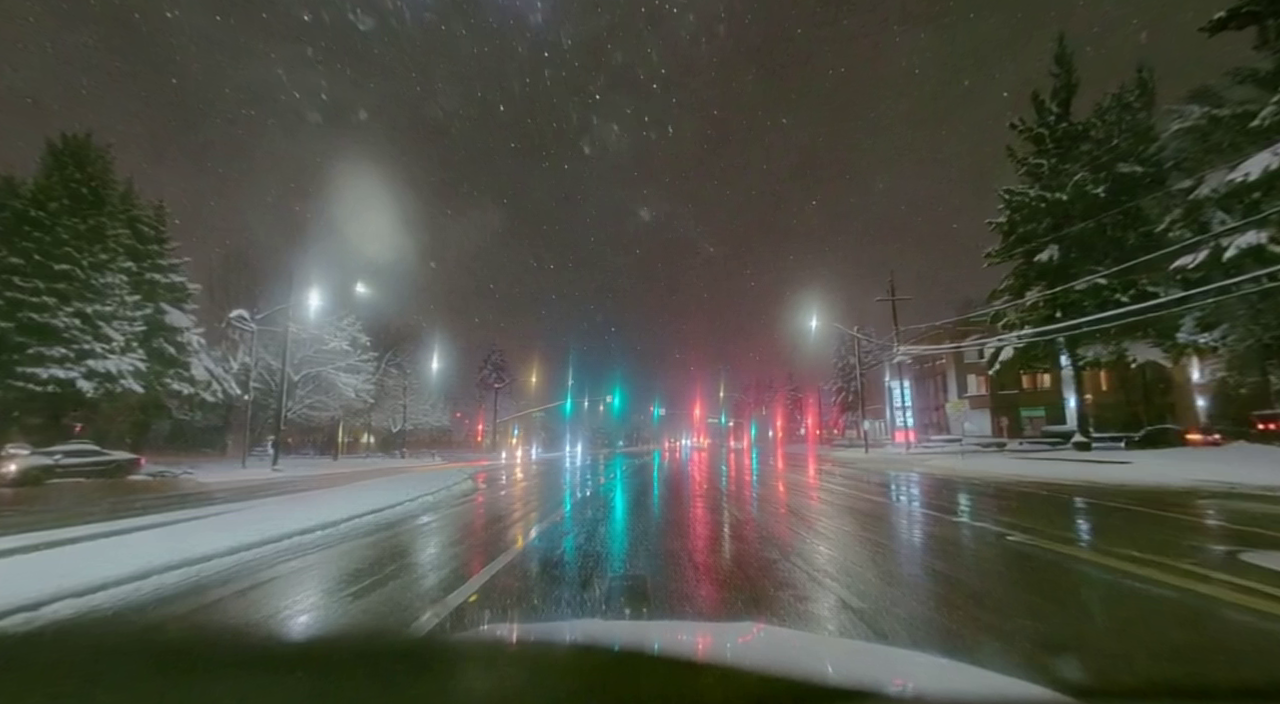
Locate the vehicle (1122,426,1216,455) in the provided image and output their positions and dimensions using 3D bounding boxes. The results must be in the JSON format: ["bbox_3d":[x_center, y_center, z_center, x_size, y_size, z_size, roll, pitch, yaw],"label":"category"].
[{"bbox_3d":[28.069,4.706,33.601,1.864,1.431,3.703,-1,-8,4],"label":"vehicle"}]

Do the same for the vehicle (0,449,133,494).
[{"bbox_3d":[-25.576,5.185,27.860,1.962,1.776,4.701,-1,-8,8],"label":"vehicle"}]

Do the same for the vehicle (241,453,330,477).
[{"bbox_3d":[-23.038,7.326,41.071,4.606,1.458,1.837,1,-8,-5],"label":"vehicle"}]

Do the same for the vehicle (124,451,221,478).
[{"bbox_3d":[-30.219,7.309,40.871,4.585,1.636,2.000,0,-10,-2],"label":"vehicle"}]
